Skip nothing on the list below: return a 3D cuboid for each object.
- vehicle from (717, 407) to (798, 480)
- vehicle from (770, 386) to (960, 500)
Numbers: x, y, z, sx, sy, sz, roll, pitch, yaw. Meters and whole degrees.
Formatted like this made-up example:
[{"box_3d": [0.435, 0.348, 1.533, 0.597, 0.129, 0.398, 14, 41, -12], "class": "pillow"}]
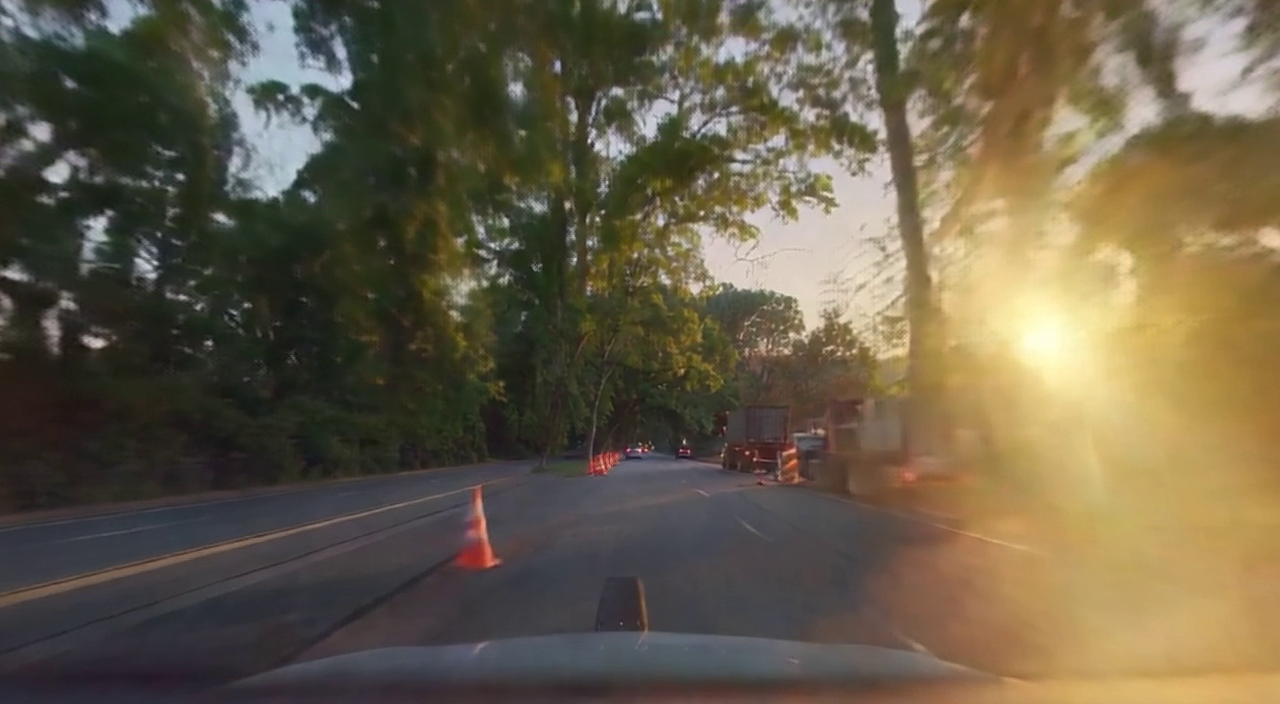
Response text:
[{"box_3d": [6.233, 5.095, 35.504, 2.664, 3.418, 11.107, 0, -8, 1], "class": "vehicle"}, {"box_3d": [6.452, 2.682, 18.702, 2.390, 2.899, 4.603, 6, -10, -35], "class": "vehicle"}]
